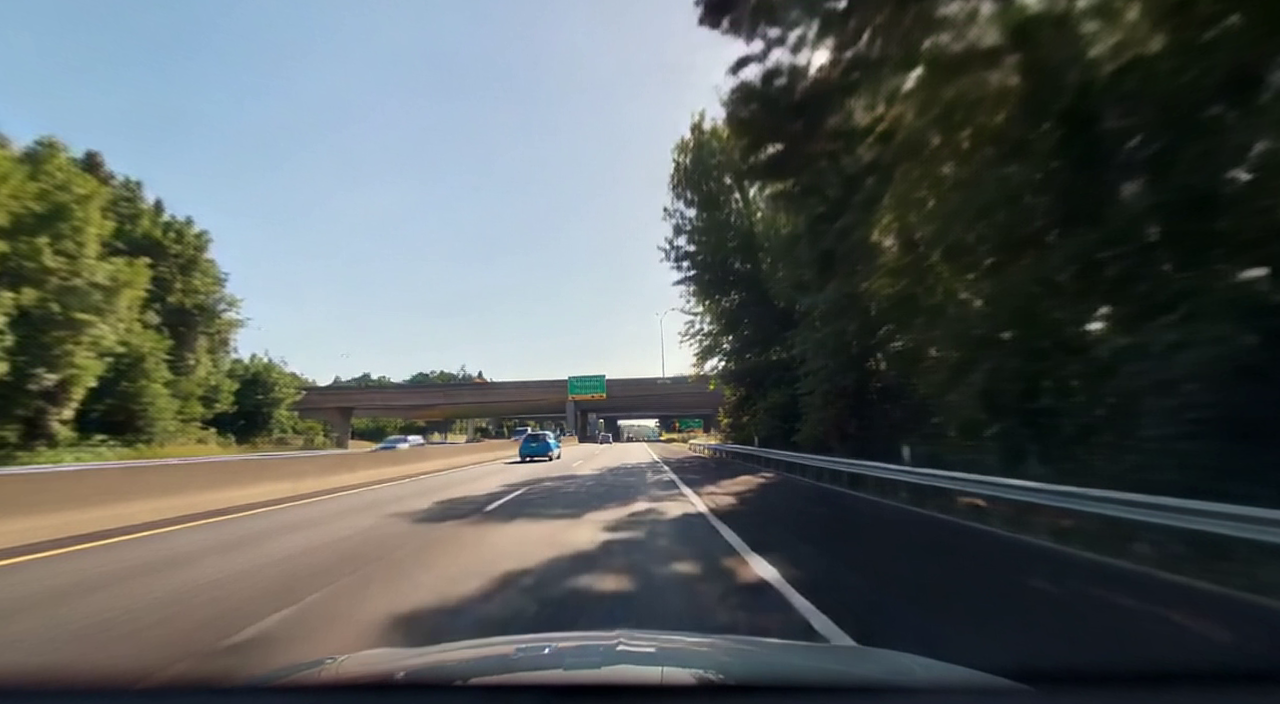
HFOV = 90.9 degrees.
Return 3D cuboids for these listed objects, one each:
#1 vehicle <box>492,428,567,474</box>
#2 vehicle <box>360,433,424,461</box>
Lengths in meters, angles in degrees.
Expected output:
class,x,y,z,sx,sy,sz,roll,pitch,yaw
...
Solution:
class,x,y,z,sx,sy,sz,roll,pitch,yaw
vehicle,-4.185,3.807,24.645,2.086,1.624,4.607,0,-8,0
vehicle,-13.818,5.290,35.383,1.898,1.445,4.372,0,-8,-2
